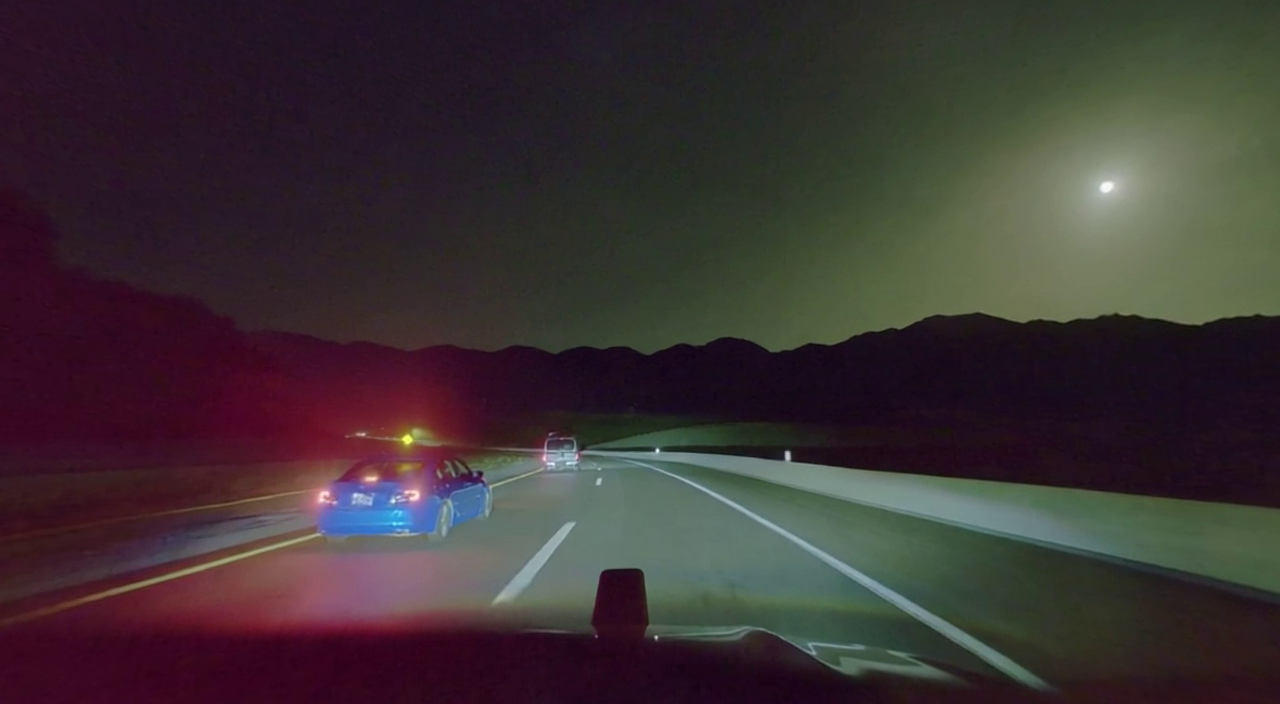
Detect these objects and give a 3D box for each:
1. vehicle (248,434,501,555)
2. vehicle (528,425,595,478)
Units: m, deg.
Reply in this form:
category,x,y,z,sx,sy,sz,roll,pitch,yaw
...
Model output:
category,x,y,z,sx,sy,sz,roll,pitch,yaw
vehicle,-3.887,2.154,10.354,2.097,1.511,4.585,0,-8,1
vehicle,-3.471,4.604,29.283,2.444,2.204,5.568,0,-9,-1
